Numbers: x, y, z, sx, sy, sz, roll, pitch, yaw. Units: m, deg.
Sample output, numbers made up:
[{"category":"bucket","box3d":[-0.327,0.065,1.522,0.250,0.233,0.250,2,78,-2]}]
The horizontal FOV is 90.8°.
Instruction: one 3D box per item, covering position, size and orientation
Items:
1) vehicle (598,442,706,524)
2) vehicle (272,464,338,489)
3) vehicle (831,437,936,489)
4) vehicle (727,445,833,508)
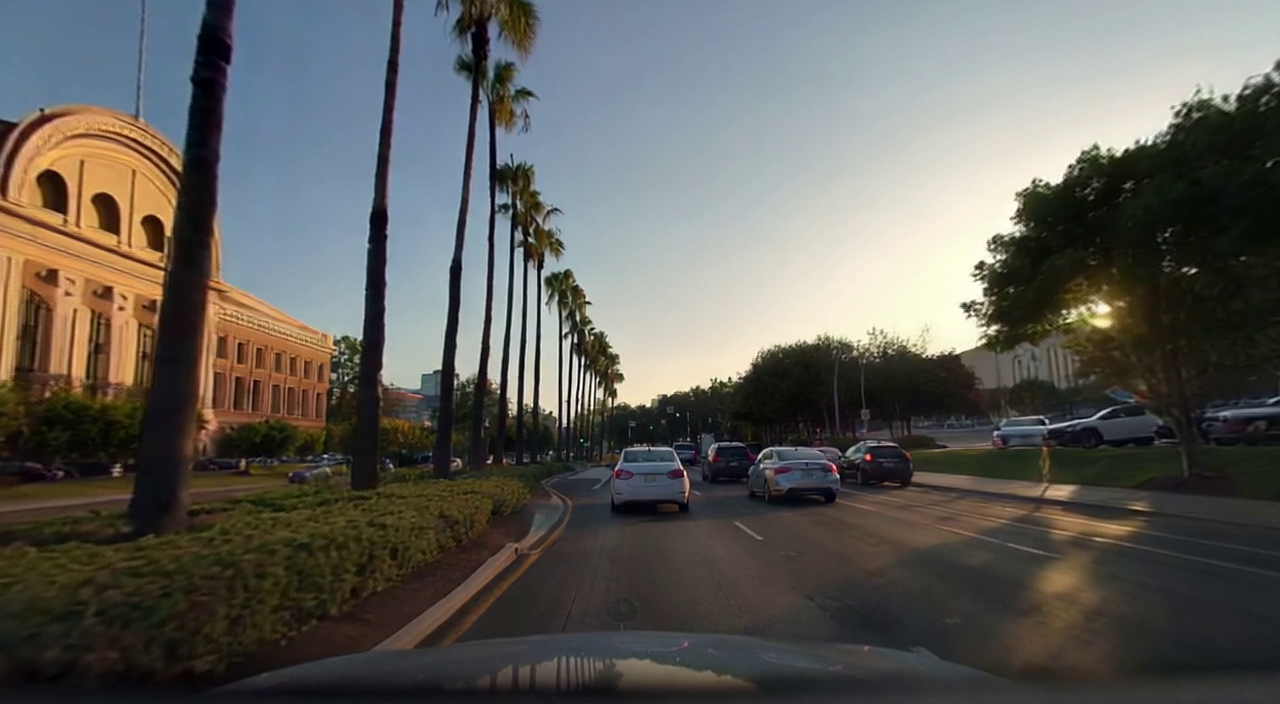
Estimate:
[{"category":"vehicle","box3d":[0.206,2.784,13.964,2.050,1.521,3.747,0,-8,-1]},{"category":"vehicle","box3d":[-23.726,8.833,44.947,1.957,1.493,4.900,-1,-8,0]},{"category":"vehicle","box3d":[8.785,4.030,23.329,1.994,1.715,4.777,0,-8,0]},{"category":"vehicle","box3d":[3.616,3.260,17.099,1.833,1.465,4.258,0,-8,-1]}]
